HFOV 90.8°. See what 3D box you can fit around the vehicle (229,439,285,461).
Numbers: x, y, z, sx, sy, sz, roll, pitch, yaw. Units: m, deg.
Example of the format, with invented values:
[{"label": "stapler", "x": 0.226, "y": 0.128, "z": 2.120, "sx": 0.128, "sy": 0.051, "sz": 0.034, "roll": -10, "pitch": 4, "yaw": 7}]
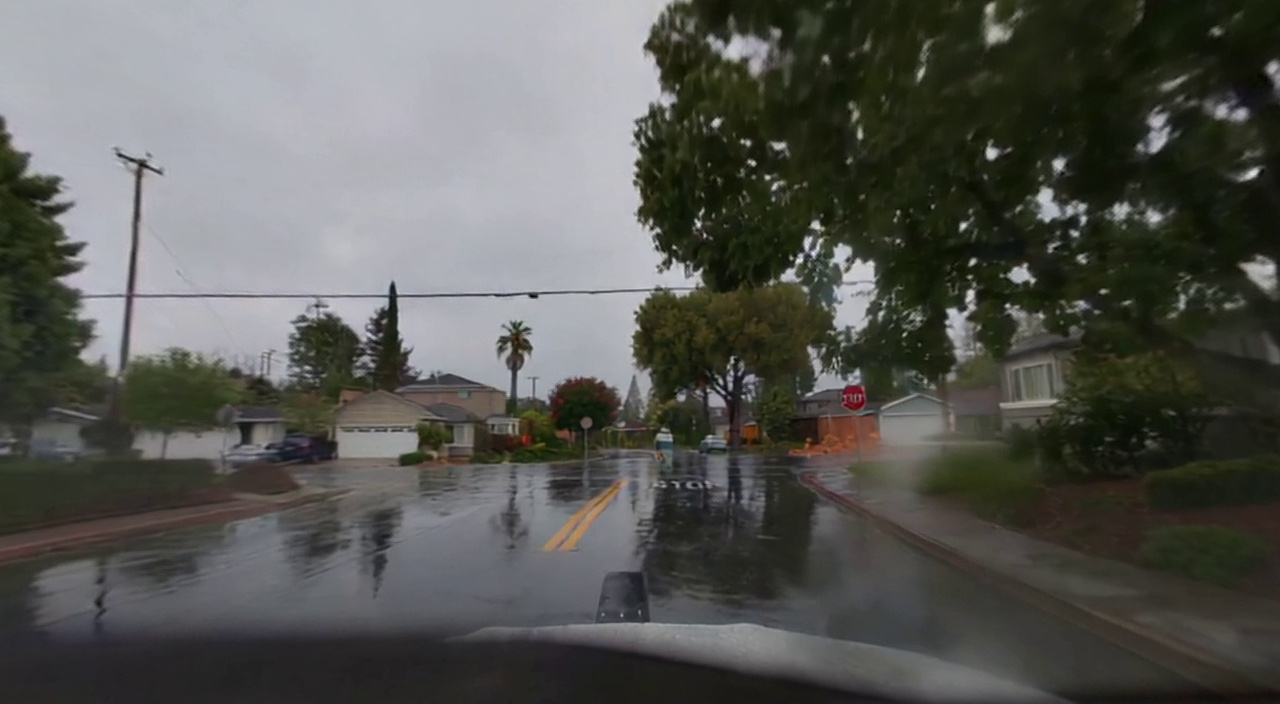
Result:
[{"label": "vehicle", "x": -24.619, "y": 6.296, "z": 40.769, "sx": 1.864, "sy": 1.337, "sz": 3.943, "roll": 3, "pitch": -8, "yaw": -13}]
